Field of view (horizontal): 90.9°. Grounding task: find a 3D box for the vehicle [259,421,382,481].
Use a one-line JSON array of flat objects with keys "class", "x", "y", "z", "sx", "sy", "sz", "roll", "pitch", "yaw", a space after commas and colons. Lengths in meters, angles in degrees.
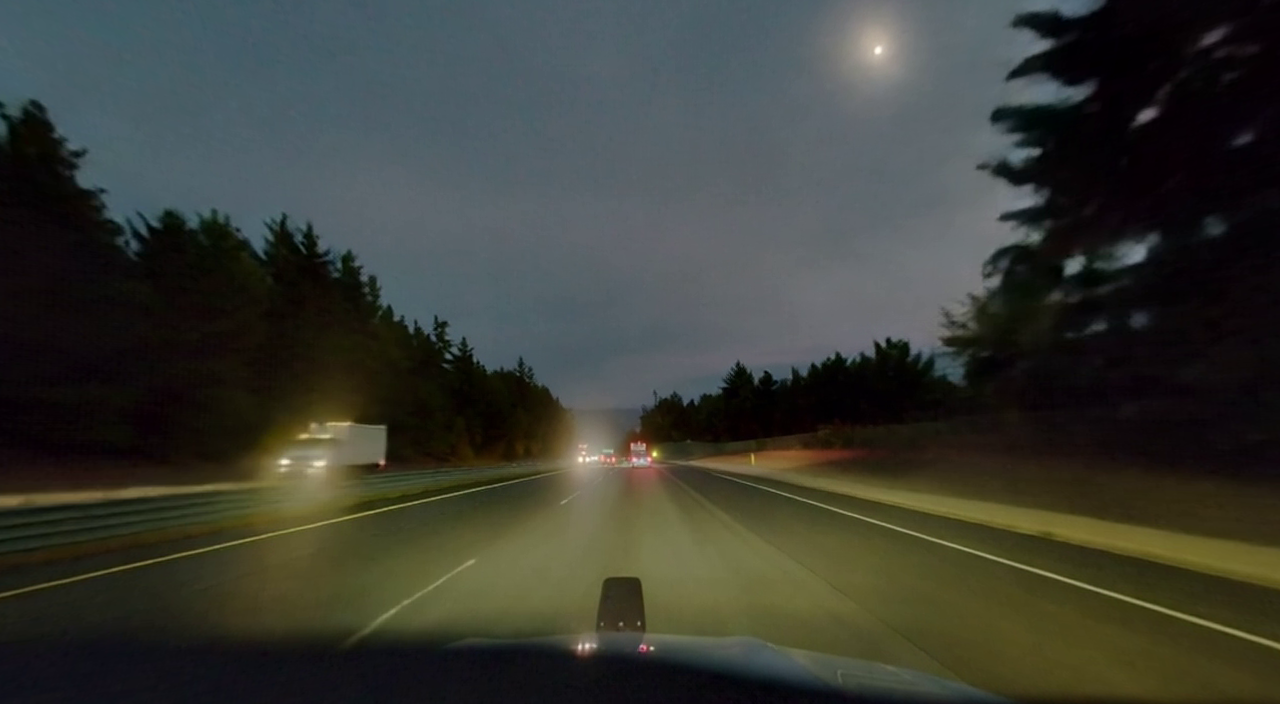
[{"class": "vehicle", "x": -16.693, "y": 5.274, "z": 33.620, "sx": 2.588, "sy": 2.812, "sz": 7.119, "roll": 0, "pitch": -9, "yaw": 1}]
